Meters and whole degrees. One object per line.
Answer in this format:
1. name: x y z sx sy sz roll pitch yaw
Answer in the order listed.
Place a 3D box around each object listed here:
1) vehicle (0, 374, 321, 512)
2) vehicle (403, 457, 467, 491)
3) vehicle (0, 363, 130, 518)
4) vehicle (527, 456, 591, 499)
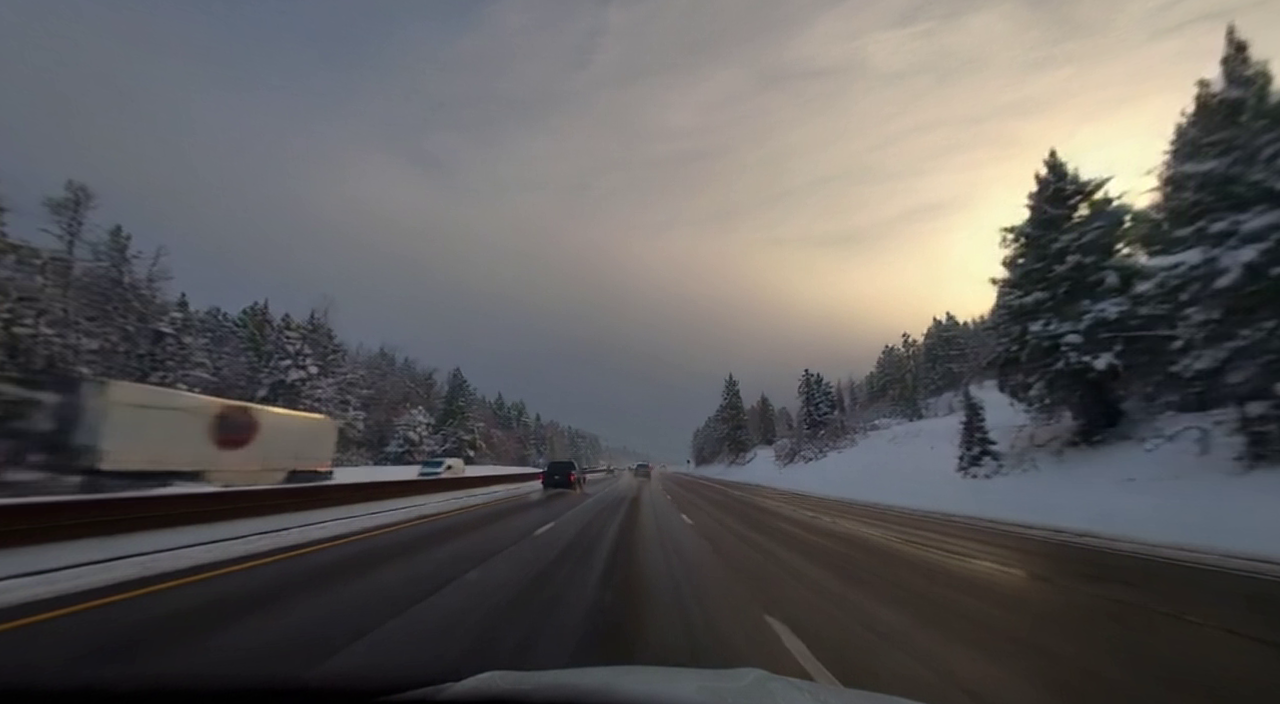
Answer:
1. vehicle: -17.434 3.745 24.446 2.766 3.819 13.714 0 -10 1
2. vehicle: -12.646 7.593 39.264 2.301 1.905 4.663 1 -11 1
3. vehicle: -17.494 2.524 17.975 3.185 4.070 2.550 1 -11 0
4. vehicle: -3.662 5.835 29.498 2.233 1.791 4.981 1 -11 1
